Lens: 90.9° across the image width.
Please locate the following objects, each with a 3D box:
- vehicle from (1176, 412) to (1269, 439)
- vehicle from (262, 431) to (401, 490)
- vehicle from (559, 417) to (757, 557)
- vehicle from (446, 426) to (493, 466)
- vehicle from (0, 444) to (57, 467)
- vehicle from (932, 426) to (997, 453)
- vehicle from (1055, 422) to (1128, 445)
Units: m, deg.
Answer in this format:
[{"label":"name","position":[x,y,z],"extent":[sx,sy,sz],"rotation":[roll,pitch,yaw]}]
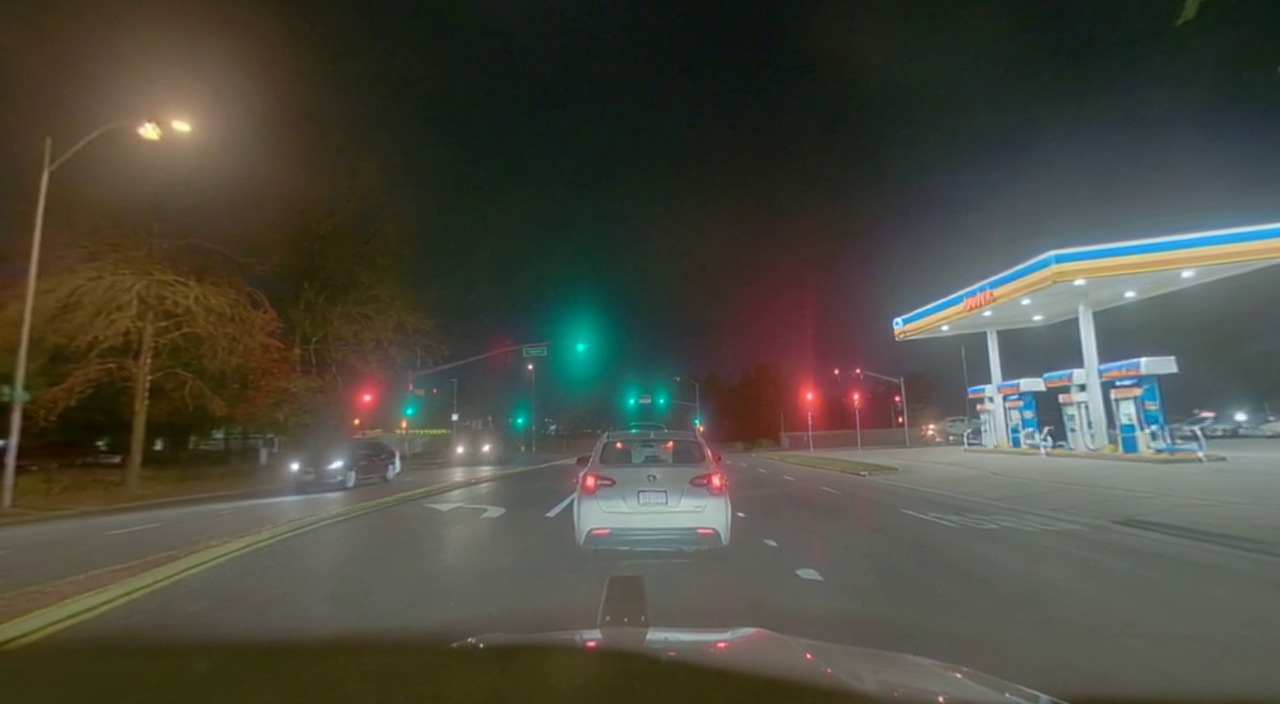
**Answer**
[{"label":"vehicle","position":[36.977,4.717,40.186],"extent":[1.848,1.581,4.475],"rotation":[-1,-8,4]},{"label":"vehicle","position":[-9.655,3.428,20.227],"extent":[2.108,1.671,4.535],"rotation":[0,-8,1]},{"label":"vehicle","position":[0.194,1.744,8.813],"extent":[2.112,1.482,4.057],"rotation":[0,-8,0]},{"label":"vehicle","position":[-9.786,5.401,36.236],"extent":[2.378,2.084,5.225],"rotation":[2,-9,-15]},{"label":"vehicle","position":[-41.892,6.819,41.753],"extent":[4.813,1.455,1.889],"rotation":[-1,-8,5]},{"label":"vehicle","position":[18.989,5.118,36.813],"extent":[4.091,1.495,2.053],"rotation":[8,-12,-43]},{"label":"vehicle","position":[35.587,6.410,49.743],"extent":[4.294,1.557,1.744],"rotation":[-3,-8,2]}]
